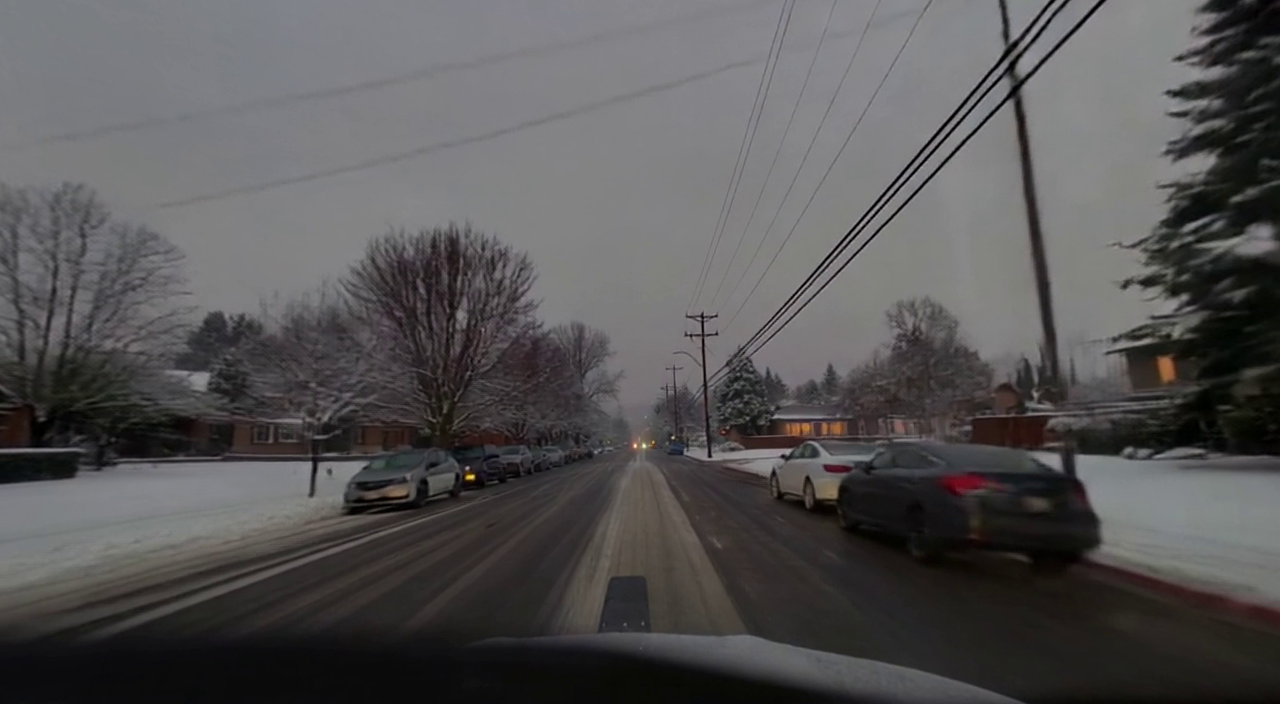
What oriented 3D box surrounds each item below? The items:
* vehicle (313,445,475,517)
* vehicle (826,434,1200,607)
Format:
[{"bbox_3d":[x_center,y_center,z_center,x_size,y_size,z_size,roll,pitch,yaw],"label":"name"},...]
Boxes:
[{"bbox_3d":[-6.041,3.187,16.288,2.231,1.492,4.727,1,-8,0],"label":"vehicle"},{"bbox_3d":[3.783,1.740,7.476,1.851,1.438,4.177,0,-8,0],"label":"vehicle"}]
